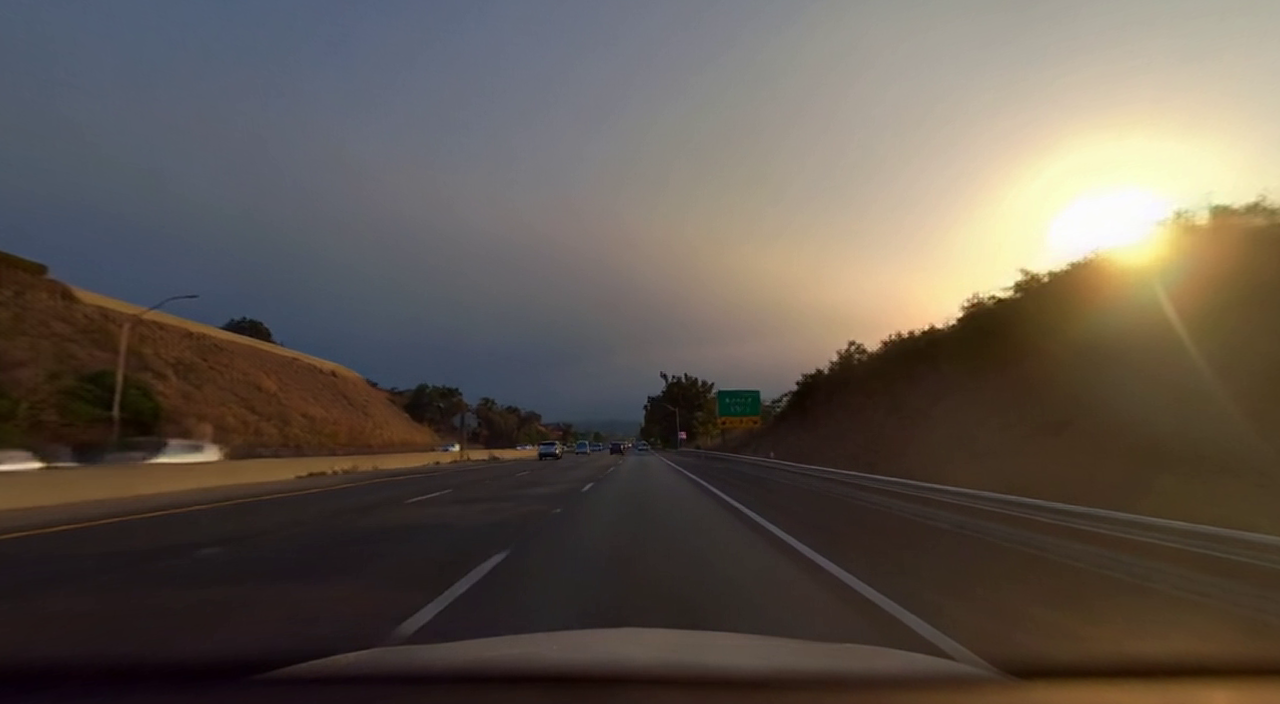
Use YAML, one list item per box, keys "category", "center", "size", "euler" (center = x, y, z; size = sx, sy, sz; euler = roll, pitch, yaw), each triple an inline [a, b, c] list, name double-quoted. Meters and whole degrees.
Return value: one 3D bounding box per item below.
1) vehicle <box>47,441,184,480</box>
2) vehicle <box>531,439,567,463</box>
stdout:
- category: "vehicle"
  center: [-21.873, 4.512, 26.468]
  size: [1.827, 1.504, 4.494]
  euler: [0, -8, 1]
- category: "vehicle"
  center: [-6.766, 7.376, 46.860]
  size: [1.972, 1.660, 4.254]
  euler: [0, -8, 1]
